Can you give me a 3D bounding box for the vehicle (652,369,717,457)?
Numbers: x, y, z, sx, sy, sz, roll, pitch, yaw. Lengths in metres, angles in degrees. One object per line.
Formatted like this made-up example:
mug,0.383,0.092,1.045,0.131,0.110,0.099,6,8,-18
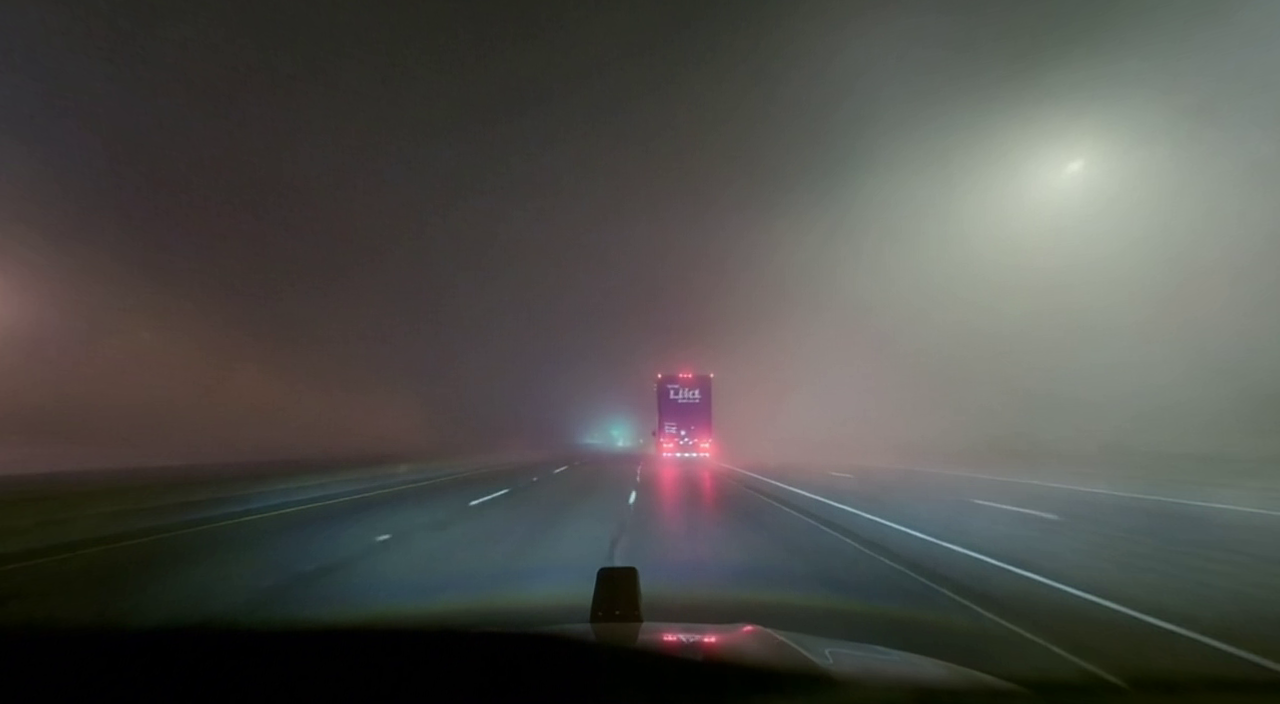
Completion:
vehicle,2.254,3.905,37.546,3.034,4.194,14.704,0,-8,1
